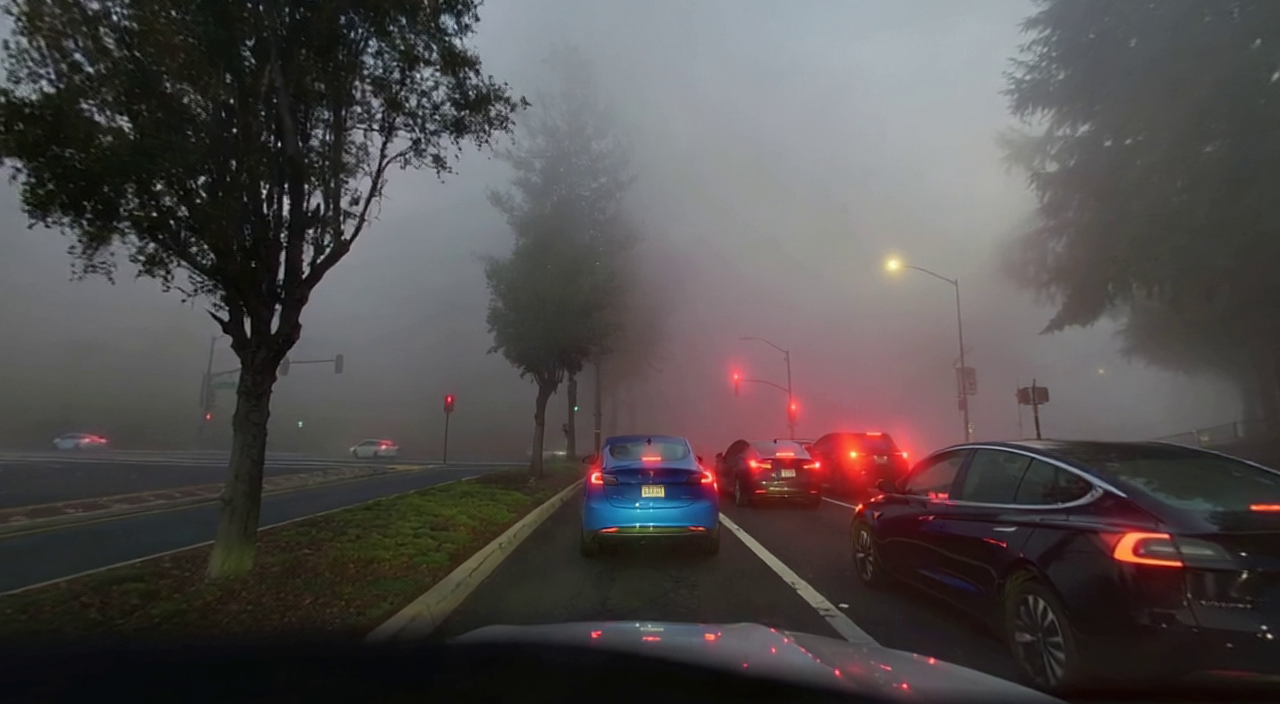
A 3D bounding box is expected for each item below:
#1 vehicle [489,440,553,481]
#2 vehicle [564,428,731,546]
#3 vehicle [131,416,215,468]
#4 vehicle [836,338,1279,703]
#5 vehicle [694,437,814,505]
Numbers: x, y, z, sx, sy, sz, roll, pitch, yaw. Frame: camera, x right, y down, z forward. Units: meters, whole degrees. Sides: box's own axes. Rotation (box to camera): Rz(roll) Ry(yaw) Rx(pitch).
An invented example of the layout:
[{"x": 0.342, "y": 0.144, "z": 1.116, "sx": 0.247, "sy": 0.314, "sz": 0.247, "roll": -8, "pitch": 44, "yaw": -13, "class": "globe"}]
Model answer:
[{"x": -4.642, "y": 4.284, "z": 25.263, "sx": 1.972, "sy": 1.457, "sz": 4.171, "roll": 0, "pitch": -8, "yaw": -4, "class": "vehicle"}, {"x": 0.030, "y": 2.061, "z": 10.327, "sx": 2.147, "sy": 1.499, "sz": 4.240, "roll": 0, "pitch": -8, "yaw": -2, "class": "vehicle"}, {"x": -29.255, "y": 5.640, "z": 39.709, "sx": 2.608, "sy": 2.990, "sz": 3.026, "roll": 2, "pitch": -8, "yaw": 1, "class": "vehicle"}, {"x": 3.182, "y": 1.106, "z": 4.304, "sx": 2.167, "sy": 1.676, "sz": 4.443, "roll": 0, "pitch": -8, "yaw": -1, "class": "vehicle"}, {"x": 2.690, "y": 2.932, "z": 16.032, "sx": 2.058, "sy": 1.466, "sz": 4.208, "roll": 0, "pitch": -8, "yaw": -3, "class": "vehicle"}]
